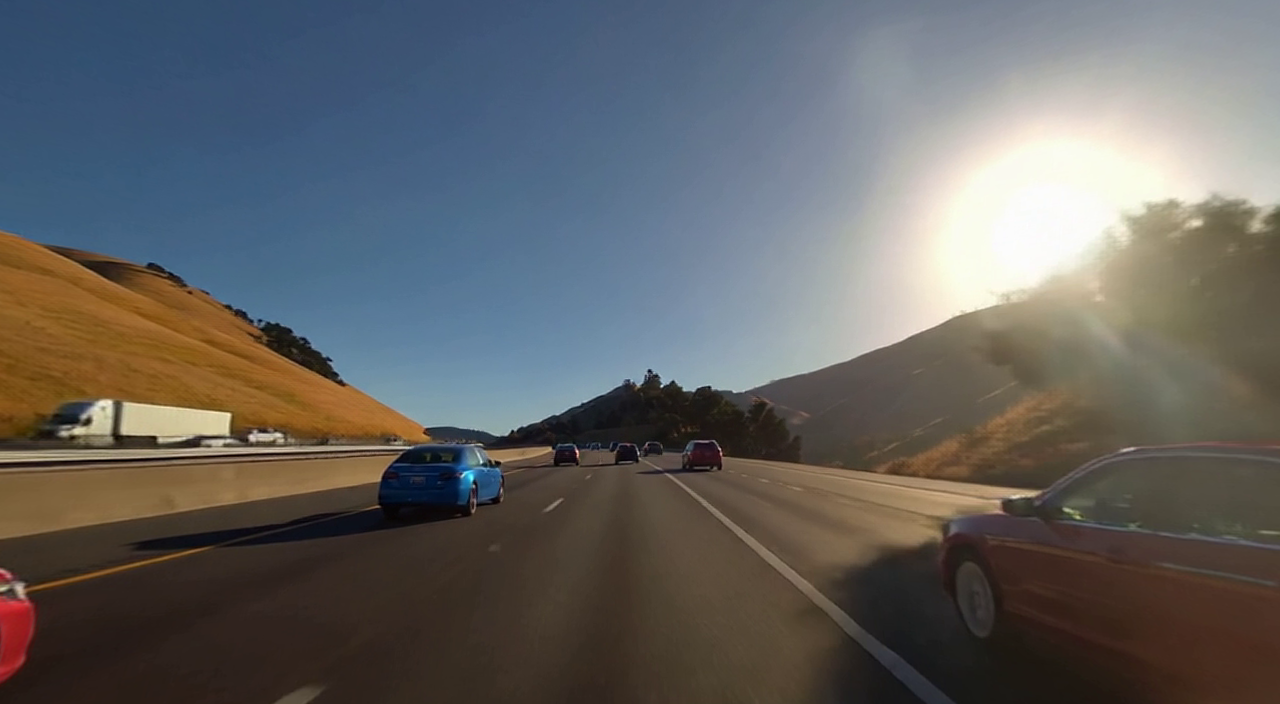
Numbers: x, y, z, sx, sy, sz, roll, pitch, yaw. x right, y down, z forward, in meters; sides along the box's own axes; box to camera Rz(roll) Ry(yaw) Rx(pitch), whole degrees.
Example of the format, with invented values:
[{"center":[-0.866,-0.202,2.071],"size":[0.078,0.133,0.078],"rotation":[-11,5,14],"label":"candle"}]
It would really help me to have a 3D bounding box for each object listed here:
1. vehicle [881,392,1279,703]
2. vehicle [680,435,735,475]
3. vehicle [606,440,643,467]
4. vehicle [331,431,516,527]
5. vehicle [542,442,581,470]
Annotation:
[{"center":[3.257,1.074,3.250],"size":[2.136,1.511,4.706],"rotation":[0,-9,0],"label":"vehicle"},{"center":[3.313,5.201,32.001],"size":[2.222,1.820,4.733],"rotation":[0,-9,-1],"label":"vehicle"},{"center":[-0.955,6.253,38.906],"size":[2.147,1.572,4.094],"rotation":[0,-9,-1],"label":"vehicle"},{"center":[-3.858,2.339,12.149],"size":[1.993,1.500,4.248],"rotation":[0,-9,1],"label":"vehicle"},{"center":[-4.393,5.880,35.810],"size":[1.796,1.464,3.839],"rotation":[0,-9,-1],"label":"vehicle"}]
